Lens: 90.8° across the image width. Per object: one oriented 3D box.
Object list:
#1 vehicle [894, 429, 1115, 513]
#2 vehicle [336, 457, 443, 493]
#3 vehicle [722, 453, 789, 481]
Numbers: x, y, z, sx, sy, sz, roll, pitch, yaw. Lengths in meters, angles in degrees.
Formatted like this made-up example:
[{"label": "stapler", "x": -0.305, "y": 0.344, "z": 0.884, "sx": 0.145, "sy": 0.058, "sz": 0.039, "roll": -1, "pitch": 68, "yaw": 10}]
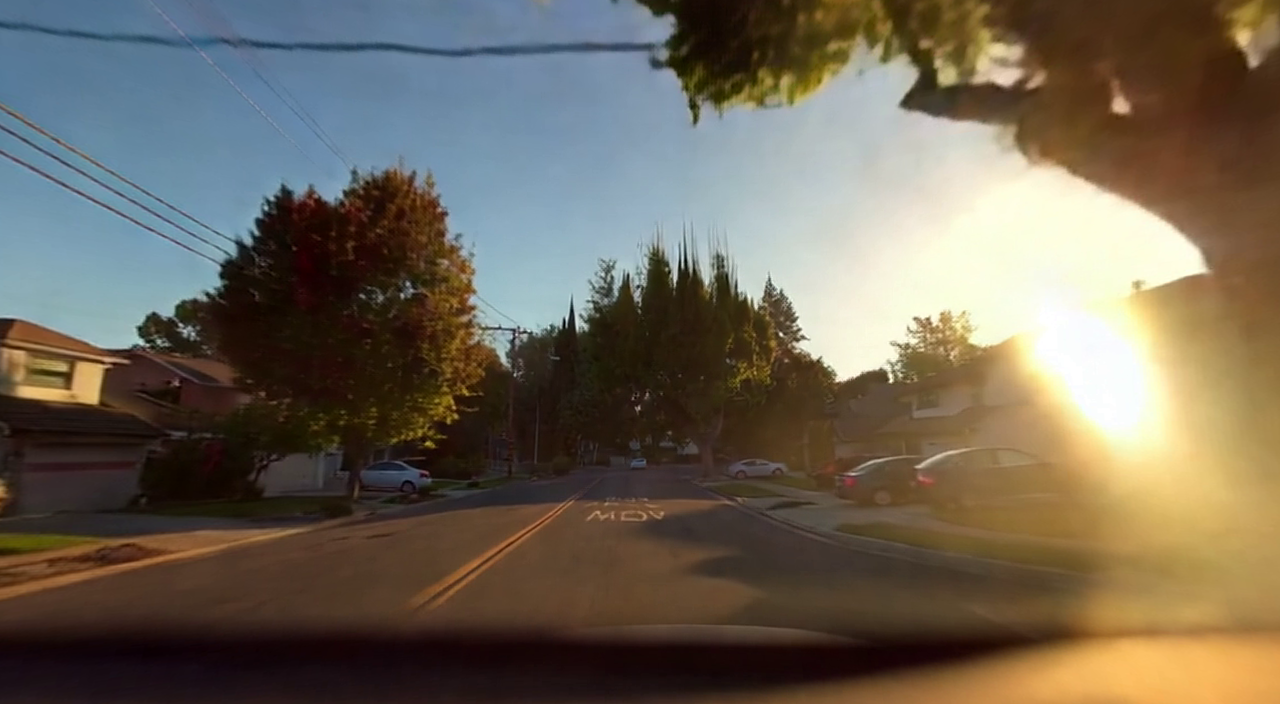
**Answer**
[{"label": "vehicle", "x": 9.325, "y": 3.067, "z": 16.449, "sx": 4.557, "sy": 2.012, "sz": 1.917, "roll": 1, "pitch": -9, "yaw": -3}, {"label": "vehicle", "x": -11.963, "y": 5.892, "z": 30.398, "sx": 4.243, "sy": 1.598, "sz": 2.003, "roll": 0, "pitch": -9, "yaw": 3}, {"label": "vehicle", "x": 7.428, "y": 7.414, "z": 40.868, "sx": 3.846, "sy": 1.725, "sz": 1.920, "roll": 1, "pitch": -9, "yaw": -4}]
